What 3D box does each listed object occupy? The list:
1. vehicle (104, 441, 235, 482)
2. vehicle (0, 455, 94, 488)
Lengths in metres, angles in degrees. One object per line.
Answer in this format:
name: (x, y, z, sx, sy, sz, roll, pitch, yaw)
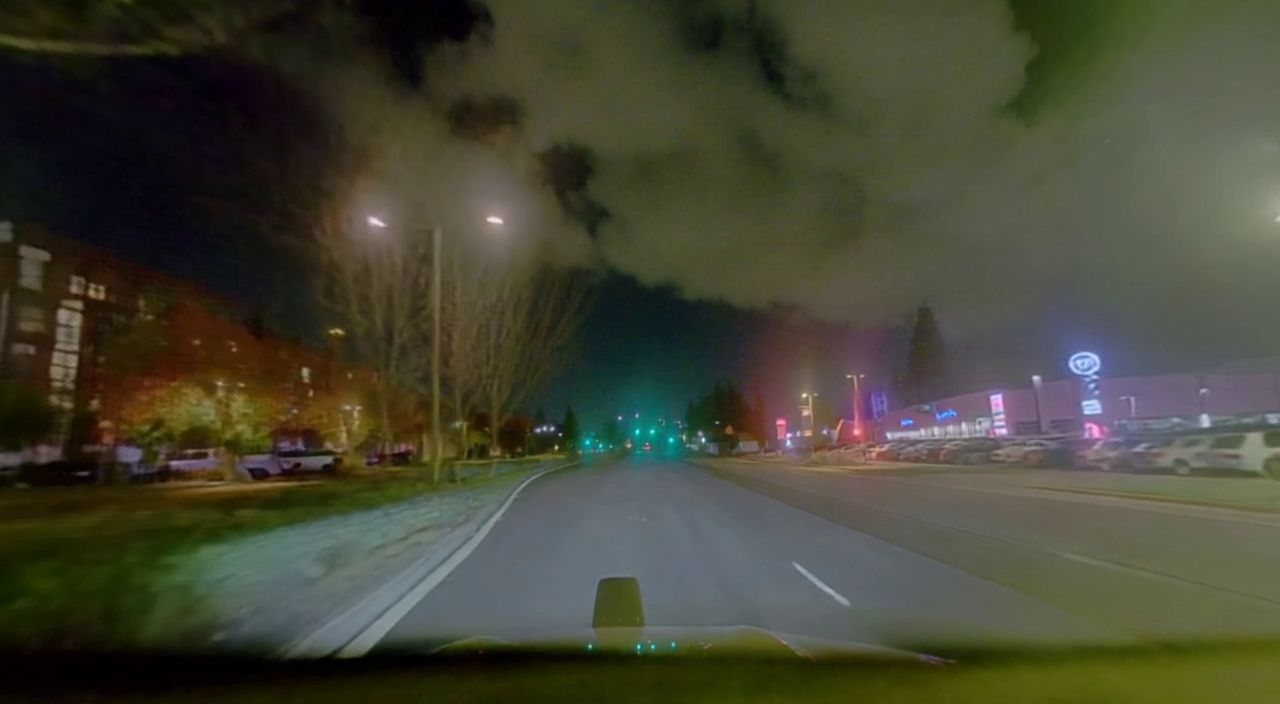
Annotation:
vehicle: (-25.446, 5.941, 34.313, 5.442, 1.851, 2.152, -3, -9, 1)
vehicle: (-31.287, 6.142, 32.774, 1.863, 1.525, 4.518, 0, -9, 0)
